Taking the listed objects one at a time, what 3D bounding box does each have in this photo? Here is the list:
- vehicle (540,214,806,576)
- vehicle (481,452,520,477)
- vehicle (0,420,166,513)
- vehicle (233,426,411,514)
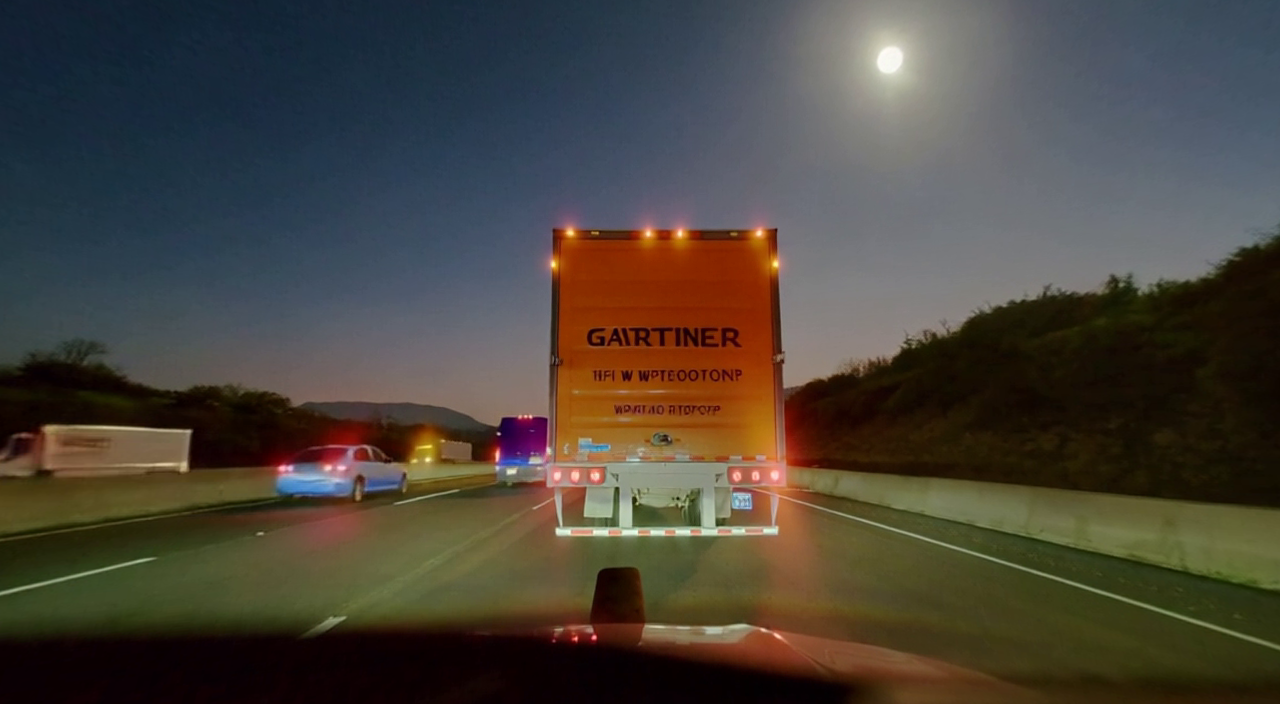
[{"bbox_3d":[0.481,1.225,12.286,2.853,4.054,10.557,0,-9,1],"label":"vehicle"},{"bbox_3d":[-8.649,6.967,39.404,1.617,1.465,3.546,0,-9,1],"label":"vehicle"},{"bbox_3d":[-21.523,4.096,22.926,2.677,2.891,7.414,0,-9,0],"label":"vehicle"},{"bbox_3d":[-8.505,3.208,17.649,2.174,2.059,5.314,0,-9,0],"label":"vehicle"}]
